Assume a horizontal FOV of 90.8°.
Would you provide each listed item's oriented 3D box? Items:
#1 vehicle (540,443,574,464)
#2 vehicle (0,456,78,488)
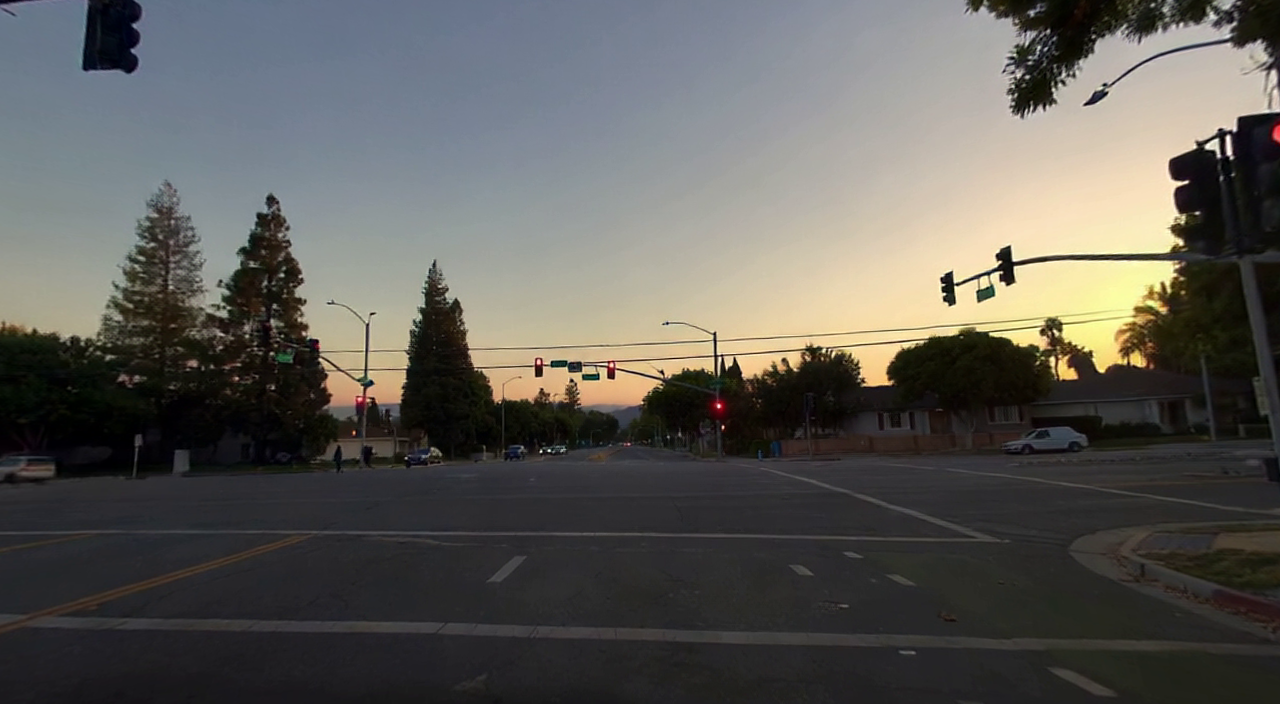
[{"bbox_3d":[-6.114,7.524,47.050,1.936,1.444,4.168,0,-8,0],"label":"vehicle"},{"bbox_3d":[-35.333,6.813,36.057,4.706,1.710,1.932,-1,-8,4],"label":"vehicle"}]
